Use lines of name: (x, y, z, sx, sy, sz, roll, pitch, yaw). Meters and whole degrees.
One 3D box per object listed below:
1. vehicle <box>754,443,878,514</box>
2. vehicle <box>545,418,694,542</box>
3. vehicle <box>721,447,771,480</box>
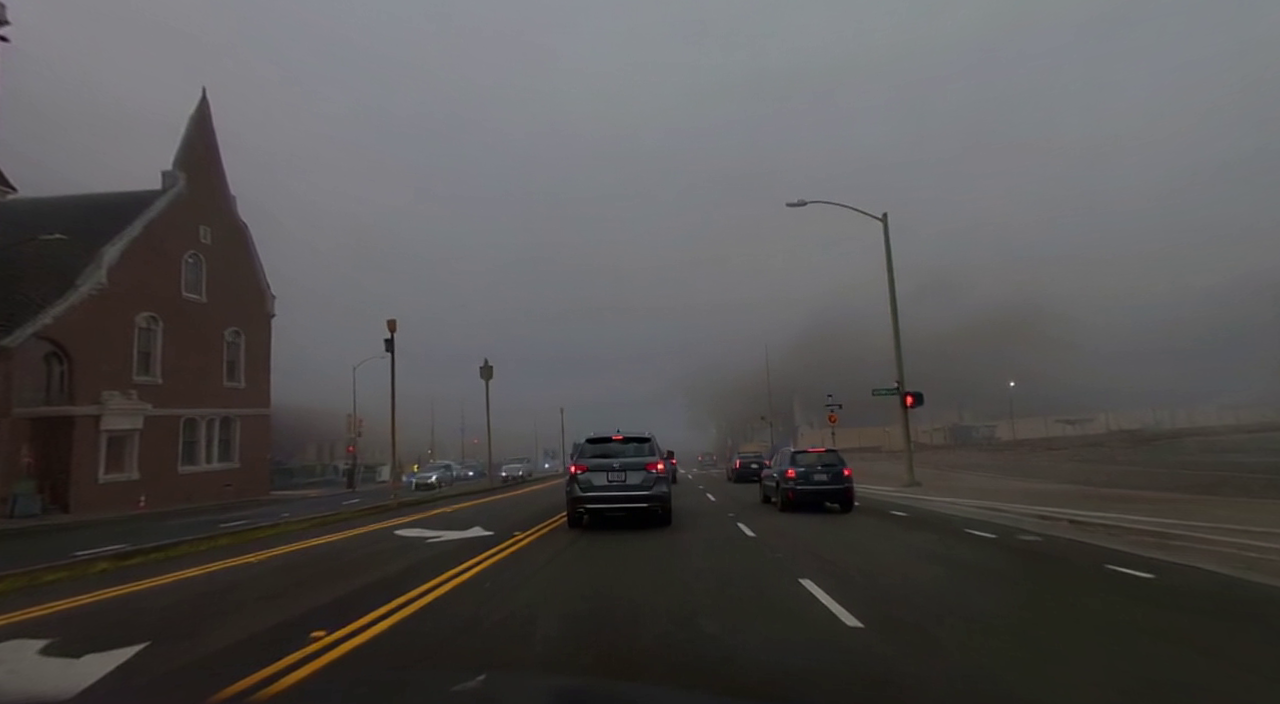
vehicle: (4.094, 2.982, 15.482, 1.883, 1.472, 4.471, 0, -8, 2)
vehicle: (-0.195, 2.174, 11.320, 2.168, 1.776, 4.135, -1, -8, 3)
vehicle: (5.059, 5.344, 30.642, 1.890, 1.491, 4.166, 0, -8, 3)
